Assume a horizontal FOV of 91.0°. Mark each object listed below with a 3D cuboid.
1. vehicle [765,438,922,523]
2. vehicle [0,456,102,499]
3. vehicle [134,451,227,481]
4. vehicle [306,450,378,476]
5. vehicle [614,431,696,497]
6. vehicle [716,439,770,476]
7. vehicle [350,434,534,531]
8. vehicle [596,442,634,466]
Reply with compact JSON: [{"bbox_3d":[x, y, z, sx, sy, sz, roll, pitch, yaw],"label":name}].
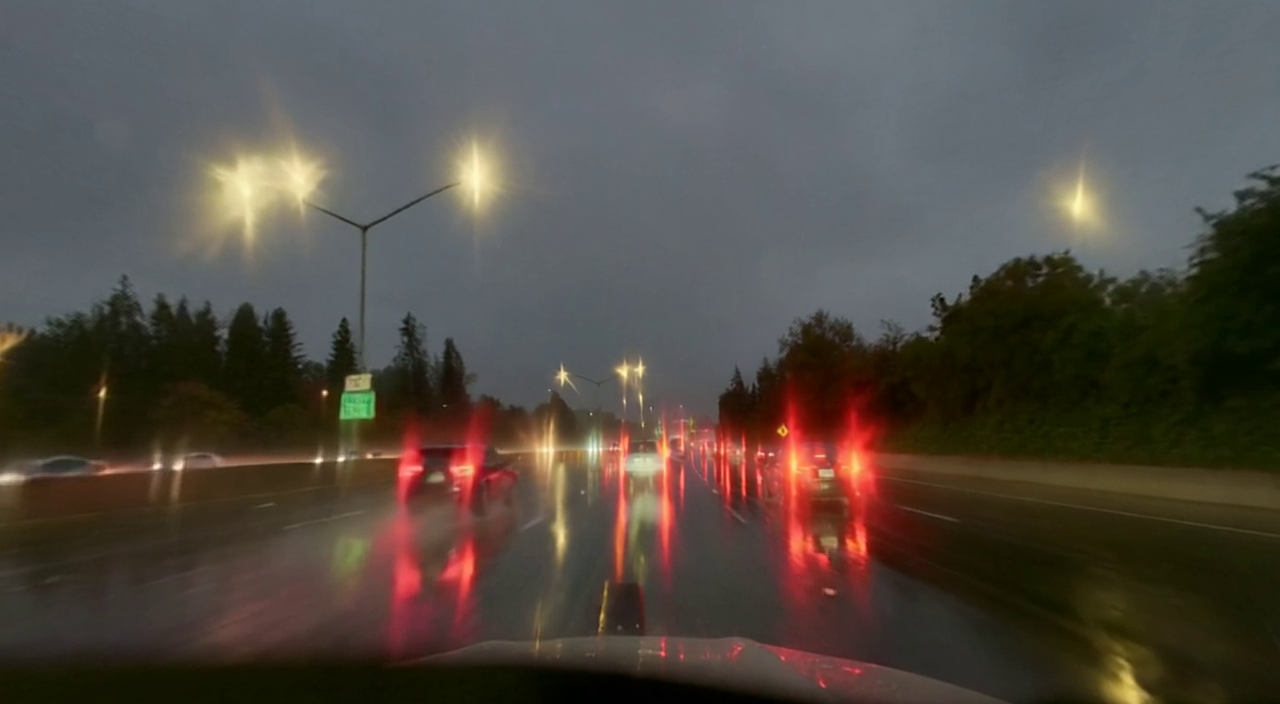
[{"bbox_3d":[4.157,2.690,13.753,1.999,1.514,4.338,0,-9,0],"label":"vehicle"},{"bbox_3d":[-24.774,5.008,25.397,1.831,1.519,4.633,0,-9,3],"label":"vehicle"},{"bbox_3d":[-27.407,6.807,37.782,1.866,1.614,4.594,0,-9,3],"label":"vehicle"},{"bbox_3d":[-19.592,7.327,41.701,2.204,1.585,4.665,0,-9,4],"label":"vehicle"},{"bbox_3d":[0.450,3.301,18.881,2.181,1.728,3.970,0,-9,1],"label":"vehicle"},{"bbox_3d":[5.111,5.291,31.875,2.063,1.710,4.591,0,-9,2],"label":"vehicle"},{"bbox_3d":[-3.492,2.381,12.078,2.012,1.495,4.169,0,-9,2],"label":"vehicle"},{"bbox_3d":[-1.745,7.333,45.520,2.128,1.627,4.697,0,-9,5],"label":"vehicle"}]
